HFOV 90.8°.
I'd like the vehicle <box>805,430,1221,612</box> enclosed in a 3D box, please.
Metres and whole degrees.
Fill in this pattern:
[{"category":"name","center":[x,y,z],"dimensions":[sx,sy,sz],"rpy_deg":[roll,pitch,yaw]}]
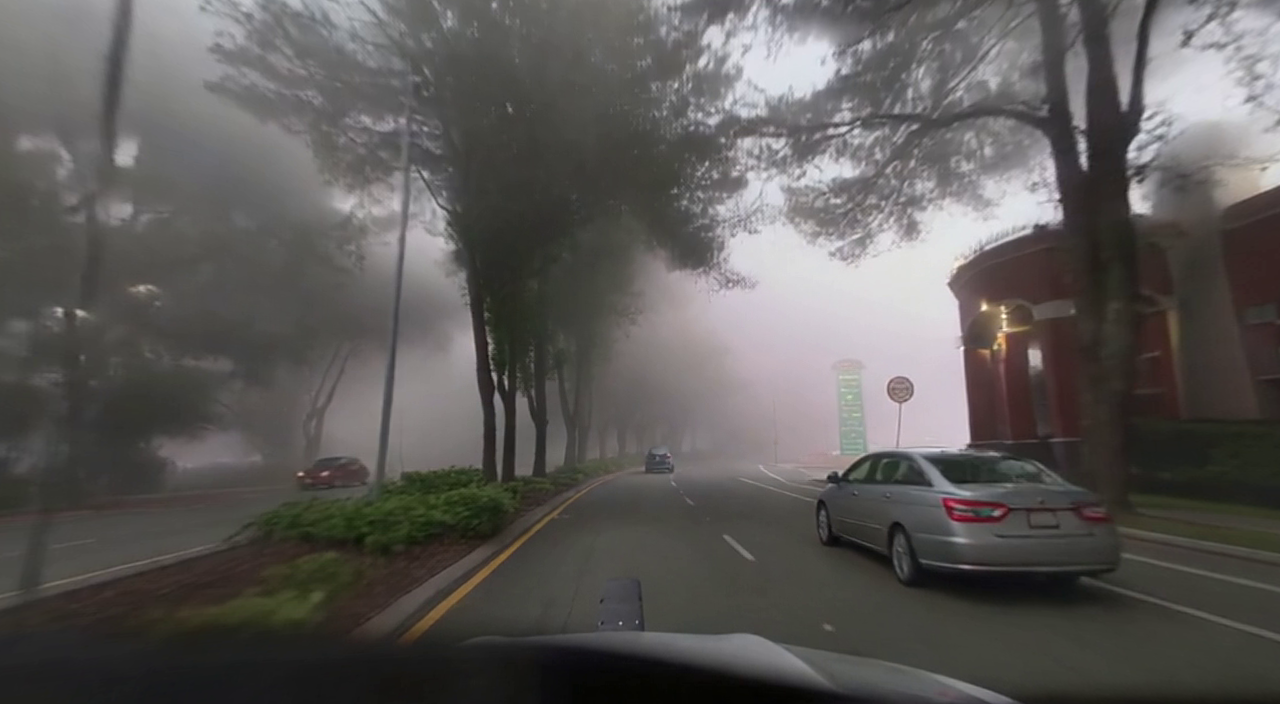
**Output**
[{"category":"vehicle","center":[3.756,1.791,7.753],"dimensions":[2.132,1.497,4.827],"rpy_deg":[0,-9,0]}]

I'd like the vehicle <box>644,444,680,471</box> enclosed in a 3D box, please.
[{"category":"vehicle","center":[1.542,7.091,42.610],"dimensions":[2.123,1.703,4.292],"rpy_deg":[-1,-9,6]}]

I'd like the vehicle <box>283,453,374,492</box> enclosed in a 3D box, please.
[{"category":"vehicle","center":[-14.452,5.600,29.640],"dimensions":[1.910,1.667,4.290],"rpy_deg":[-1,-9,2]}]
